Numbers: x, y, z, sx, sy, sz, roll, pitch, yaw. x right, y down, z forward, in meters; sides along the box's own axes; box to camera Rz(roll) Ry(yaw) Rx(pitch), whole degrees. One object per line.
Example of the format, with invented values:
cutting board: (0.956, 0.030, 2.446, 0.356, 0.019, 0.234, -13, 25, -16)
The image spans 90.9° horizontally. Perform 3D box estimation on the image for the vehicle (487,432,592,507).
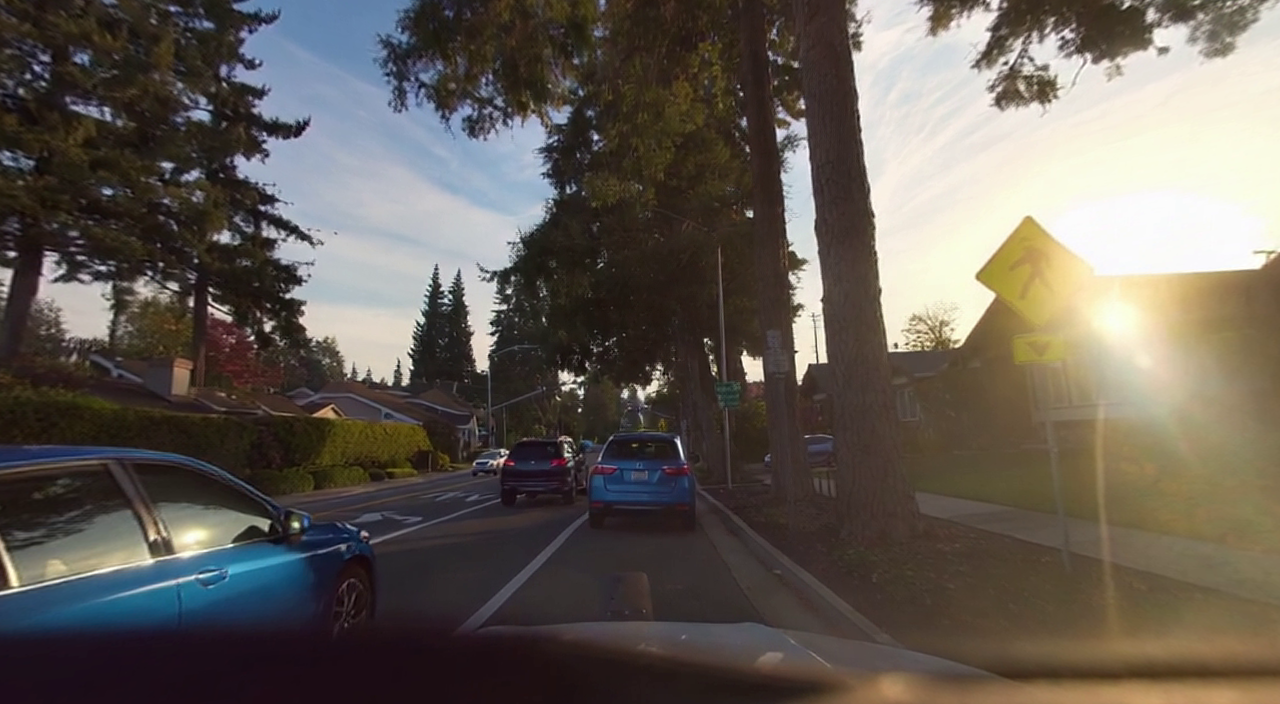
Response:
vehicle: (-2.532, 3.089, 16.961, 2.000, 1.737, 4.133, -1, -9, 2)

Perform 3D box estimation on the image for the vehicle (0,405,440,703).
vehicle: (-2.861, 1.126, 3.328, 1.968, 1.472, 4.685, 0, -9, 1)

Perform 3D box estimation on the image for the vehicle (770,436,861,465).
vehicle: (9.515, 5.376, 34.442, 4.456, 1.504, 1.914, -1, -9, 3)

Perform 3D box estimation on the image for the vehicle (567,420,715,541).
vehicle: (0.071, 2.154, 11.068, 2.120, 1.718, 3.909, -1, -9, 2)
